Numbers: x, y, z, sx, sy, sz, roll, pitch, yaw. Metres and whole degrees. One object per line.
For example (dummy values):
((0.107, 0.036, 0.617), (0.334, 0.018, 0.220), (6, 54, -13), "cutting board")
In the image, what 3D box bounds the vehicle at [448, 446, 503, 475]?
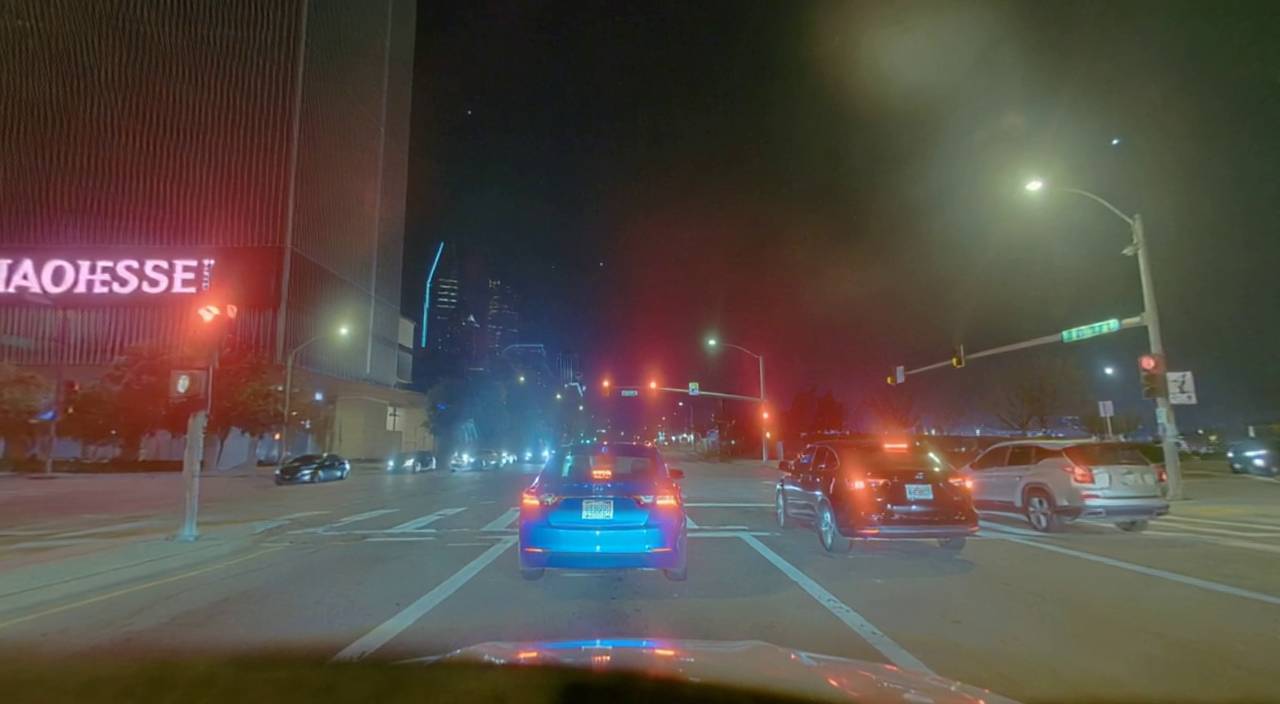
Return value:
((-9.192, 6.079, 35.468), (2.045, 1.492, 3.816), (0, -8, 0), "vehicle")

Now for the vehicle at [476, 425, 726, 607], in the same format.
((-0.368, 1.653, 7.284), (2.059, 1.477, 3.988), (0, -8, -1), "vehicle")

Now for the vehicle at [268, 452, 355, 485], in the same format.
((-16.592, 5.874, 32.167), (2.048, 1.463, 4.530), (0, -8, -1), "vehicle")

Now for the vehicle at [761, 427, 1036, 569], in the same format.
((3.216, 1.887, 8.965), (2.042, 1.508, 4.109), (0, -8, -2), "vehicle")

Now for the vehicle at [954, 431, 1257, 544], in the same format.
((7.445, 2.164, 10.781), (1.908, 1.517, 4.182), (0, -8, -1), "vehicle")

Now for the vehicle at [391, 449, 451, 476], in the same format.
((-13.009, 6.556, 37.722), (2.049, 1.483, 4.407), (0, -8, 0), "vehicle")
